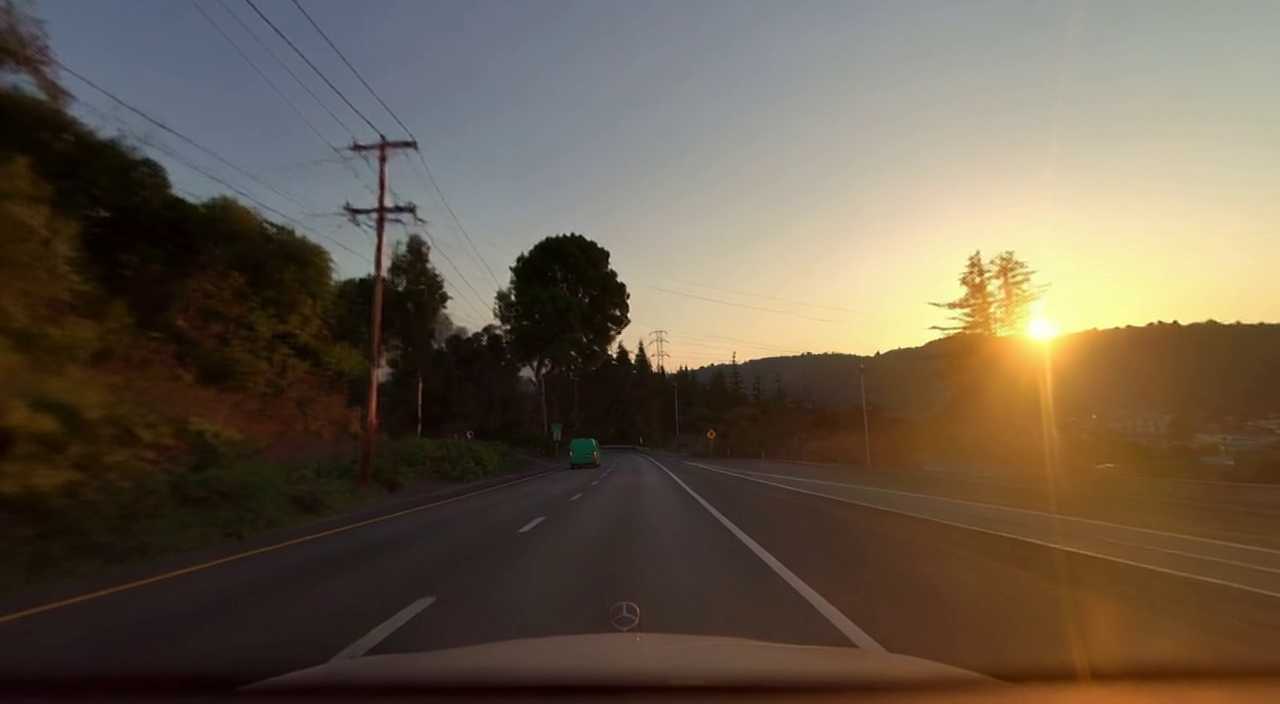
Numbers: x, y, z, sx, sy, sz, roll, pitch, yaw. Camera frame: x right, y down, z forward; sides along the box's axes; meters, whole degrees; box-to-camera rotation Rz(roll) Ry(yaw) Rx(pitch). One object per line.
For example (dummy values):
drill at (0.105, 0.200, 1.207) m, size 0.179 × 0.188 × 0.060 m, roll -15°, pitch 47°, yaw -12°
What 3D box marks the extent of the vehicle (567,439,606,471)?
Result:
vehicle at (-3.574, 6.946, 42.692) m, size 2.270 × 2.023 × 4.632 m, roll 0°, pitch -9°, yaw -1°
